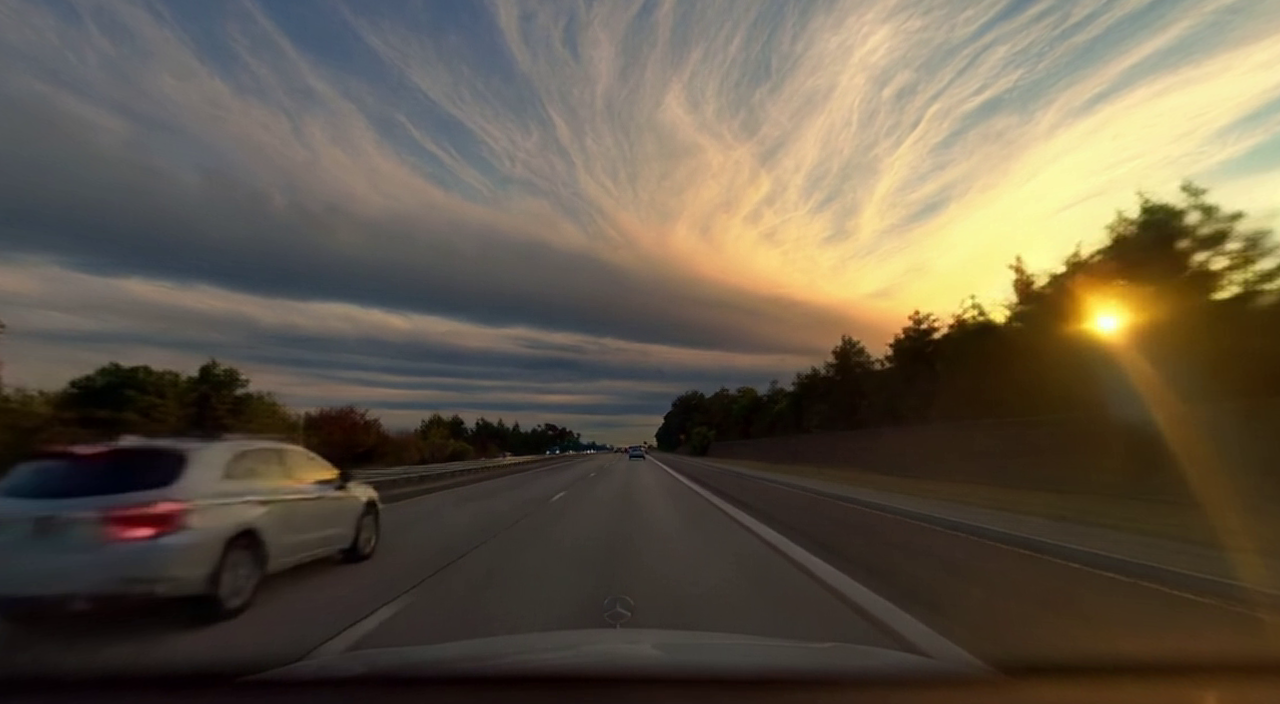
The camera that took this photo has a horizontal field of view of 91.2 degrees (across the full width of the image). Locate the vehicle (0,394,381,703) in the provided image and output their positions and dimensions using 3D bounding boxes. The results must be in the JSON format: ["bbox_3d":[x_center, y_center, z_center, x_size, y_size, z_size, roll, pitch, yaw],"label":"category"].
[{"bbox_3d":[-4.121,1.338,5.148,1.958,1.587,4.801,0,-9,0],"label":"vehicle"}]
